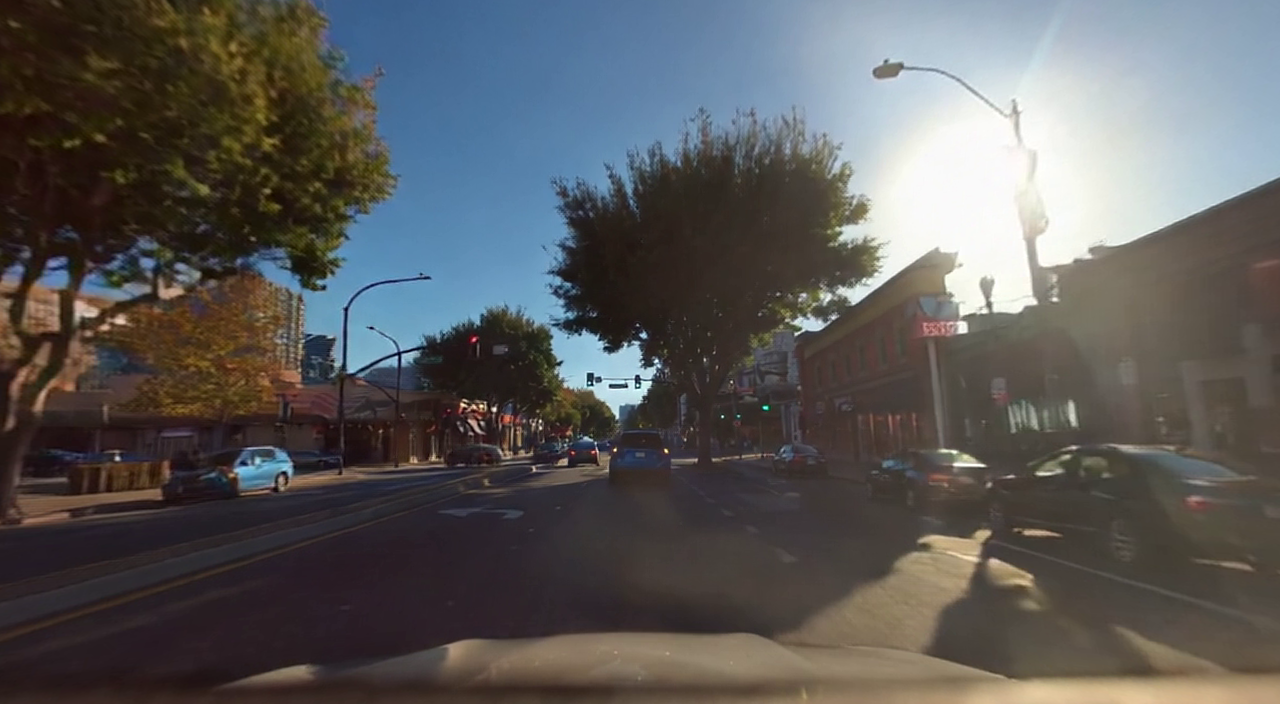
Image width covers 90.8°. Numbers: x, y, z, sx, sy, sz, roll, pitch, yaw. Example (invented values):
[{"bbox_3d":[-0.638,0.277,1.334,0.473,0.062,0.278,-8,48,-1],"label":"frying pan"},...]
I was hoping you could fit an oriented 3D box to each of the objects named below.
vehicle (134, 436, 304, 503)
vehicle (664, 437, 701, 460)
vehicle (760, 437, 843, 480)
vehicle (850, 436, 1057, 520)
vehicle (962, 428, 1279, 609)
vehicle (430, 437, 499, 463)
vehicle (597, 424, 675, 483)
[{"bbox_3d":[-14.057,3.909,21.637,2.197,1.985,5.183,0,-8,0],"label":"vehicle"},{"bbox_3d":[2.897,6.718,44.010,2.209,1.478,4.138,0,-8,-1],"label":"vehicle"},{"bbox_3d":[6.100,4.074,24.482,1.986,1.515,4.265,0,-8,-1],"label":"vehicle"},{"bbox_3d":[6.218,2.528,13.292,1.964,1.429,4.515,0,-8,-1],"label":"vehicle"},{"bbox_3d":[6.157,1.729,7.649,2.048,1.484,4.709,0,-8,0],"label":"vehicle"},{"bbox_3d":[-12.539,7.009,45.102,4.427,1.757,2.125,-4,-9,25],"label":"vehicle"},{"bbox_3d":[-0.164,3.464,21.768,2.382,1.796,4.610,0,-8,-1],"label":"vehicle"}]
